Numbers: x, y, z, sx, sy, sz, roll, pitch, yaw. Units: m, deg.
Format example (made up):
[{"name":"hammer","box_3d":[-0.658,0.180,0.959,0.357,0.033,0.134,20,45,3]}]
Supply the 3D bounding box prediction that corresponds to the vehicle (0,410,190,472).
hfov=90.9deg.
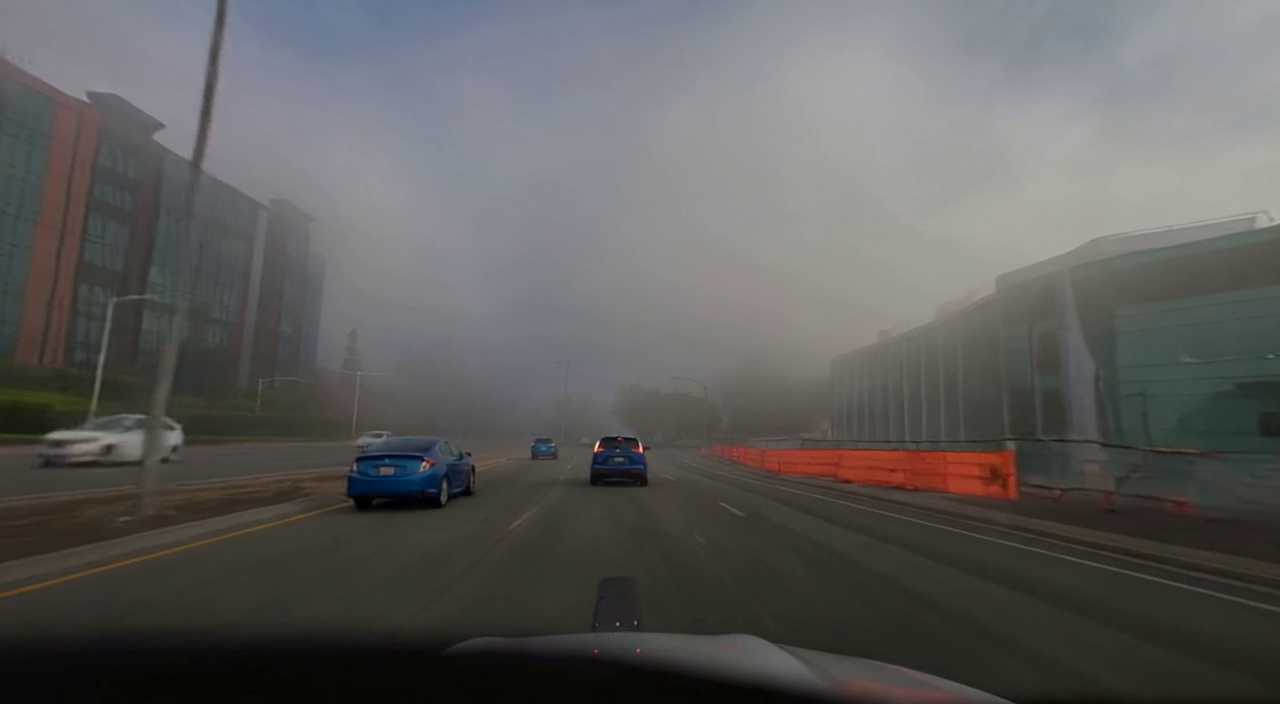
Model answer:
[{"name":"vehicle","box_3d":[-15.012,2.471,17.653,1.799,1.531,4.133,0,-8,-2]}]

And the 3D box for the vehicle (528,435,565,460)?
[{"name":"vehicle","box_3d":[-5.891,6.023,40.110,1.888,1.486,4.310,0,-8,-3]}]

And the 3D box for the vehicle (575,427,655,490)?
[{"name":"vehicle","box_3d":[-0.569,2.780,16.822,1.913,1.499,3.581,0,-8,1]}]

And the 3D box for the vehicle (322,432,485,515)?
[{"name":"vehicle","box_3d":[-4.529,2.343,12.791,1.848,1.406,4.013,0,-8,-2]}]
